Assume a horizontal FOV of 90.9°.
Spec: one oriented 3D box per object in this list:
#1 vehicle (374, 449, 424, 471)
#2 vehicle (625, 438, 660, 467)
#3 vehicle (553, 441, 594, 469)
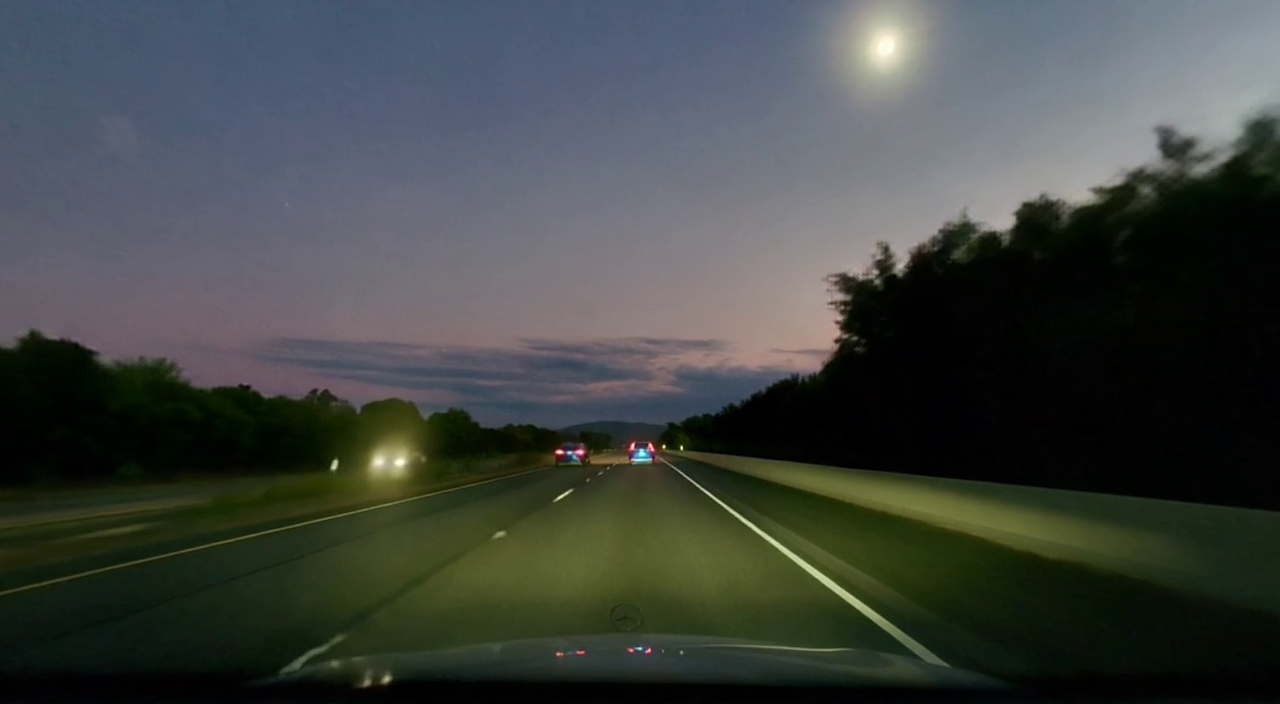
[{"bbox_3d":[-17.563,7.884,46.074,1.974,1.503,4.106,0,-9,1],"label":"vehicle"},{"bbox_3d":[0.142,6.533,40.998,2.126,1.786,3.958,0,-9,-1],"label":"vehicle"},{"bbox_3d":[-4.153,6.482,39.897,2.113,1.656,4.215,0,-9,1],"label":"vehicle"}]
